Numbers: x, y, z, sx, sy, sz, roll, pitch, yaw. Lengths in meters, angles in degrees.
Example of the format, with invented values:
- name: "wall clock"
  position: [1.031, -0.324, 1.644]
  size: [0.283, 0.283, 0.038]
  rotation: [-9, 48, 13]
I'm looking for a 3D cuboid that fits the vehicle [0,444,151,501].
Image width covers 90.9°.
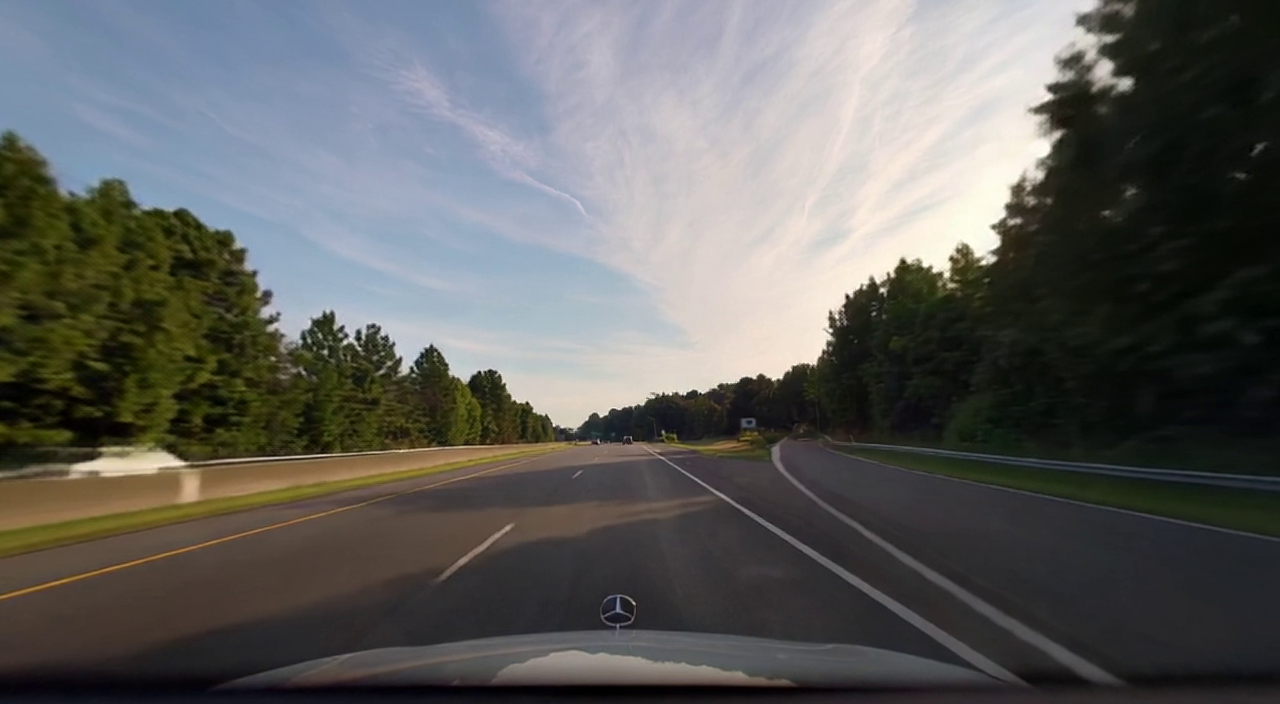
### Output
- name: "vehicle"
  position: [-17.372, 3.545, 19.058]
  size: [1.821, 1.478, 4.213]
  rotation: [0, -8, -1]
